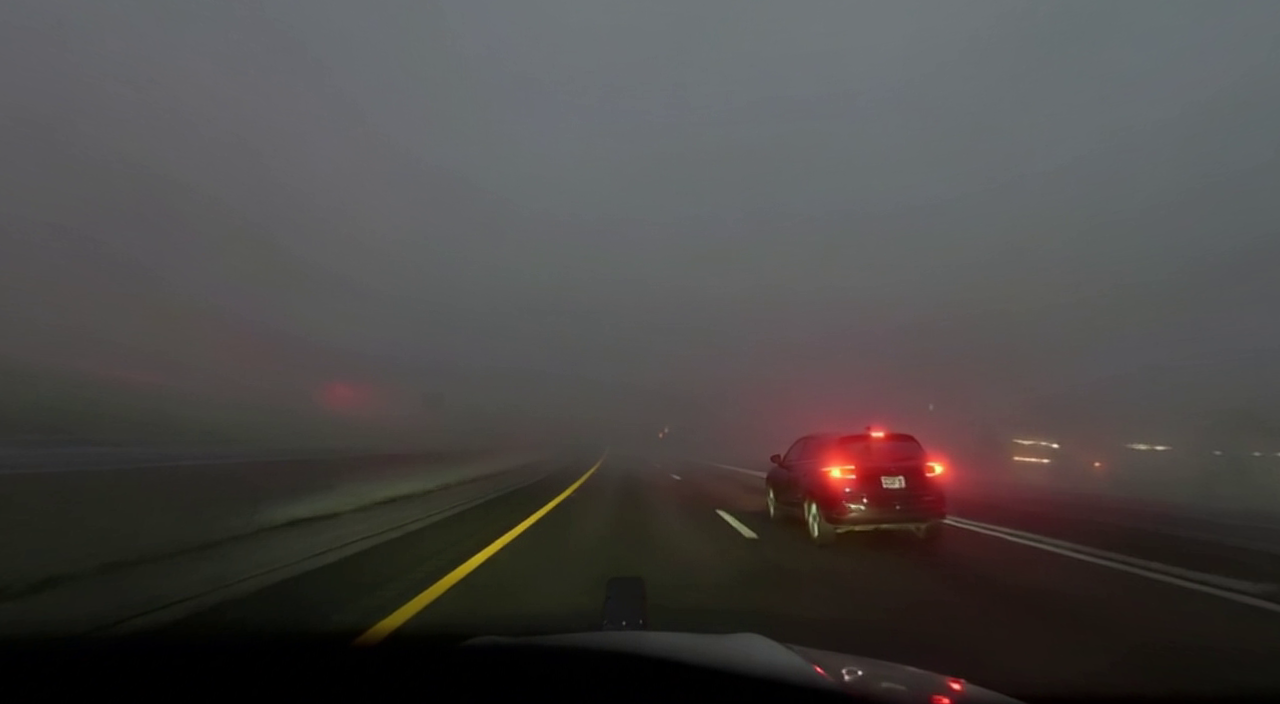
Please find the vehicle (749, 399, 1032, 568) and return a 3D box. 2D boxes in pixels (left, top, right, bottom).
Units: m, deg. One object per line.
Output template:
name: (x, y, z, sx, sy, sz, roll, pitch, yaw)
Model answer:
vehicle: (2.954, 1.660, 8.653, 2.059, 1.715, 4.192, 0, -8, -1)
